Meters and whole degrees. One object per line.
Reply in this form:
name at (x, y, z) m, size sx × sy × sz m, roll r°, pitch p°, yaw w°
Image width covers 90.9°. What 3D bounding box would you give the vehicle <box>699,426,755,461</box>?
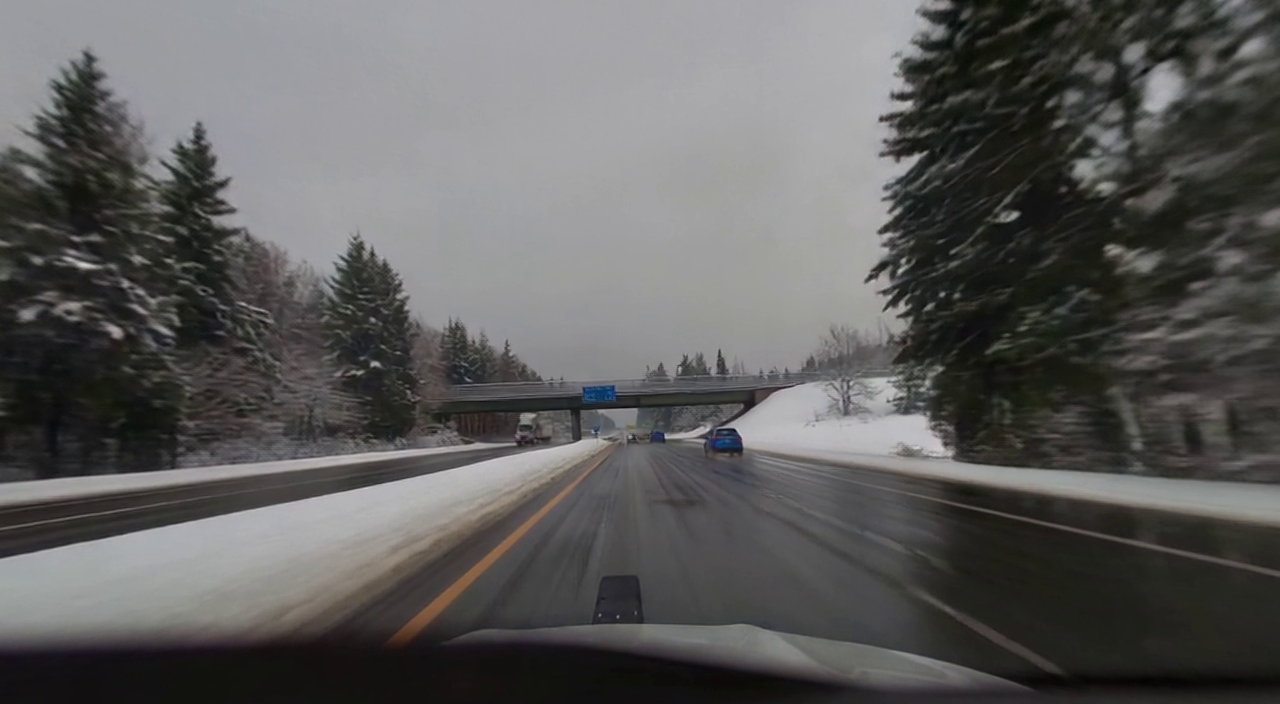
vehicle at (4.334, 4.632, 31.985) m, size 2.073 × 1.651 × 4.065 m, roll 0°, pitch -8°, yaw -2°
